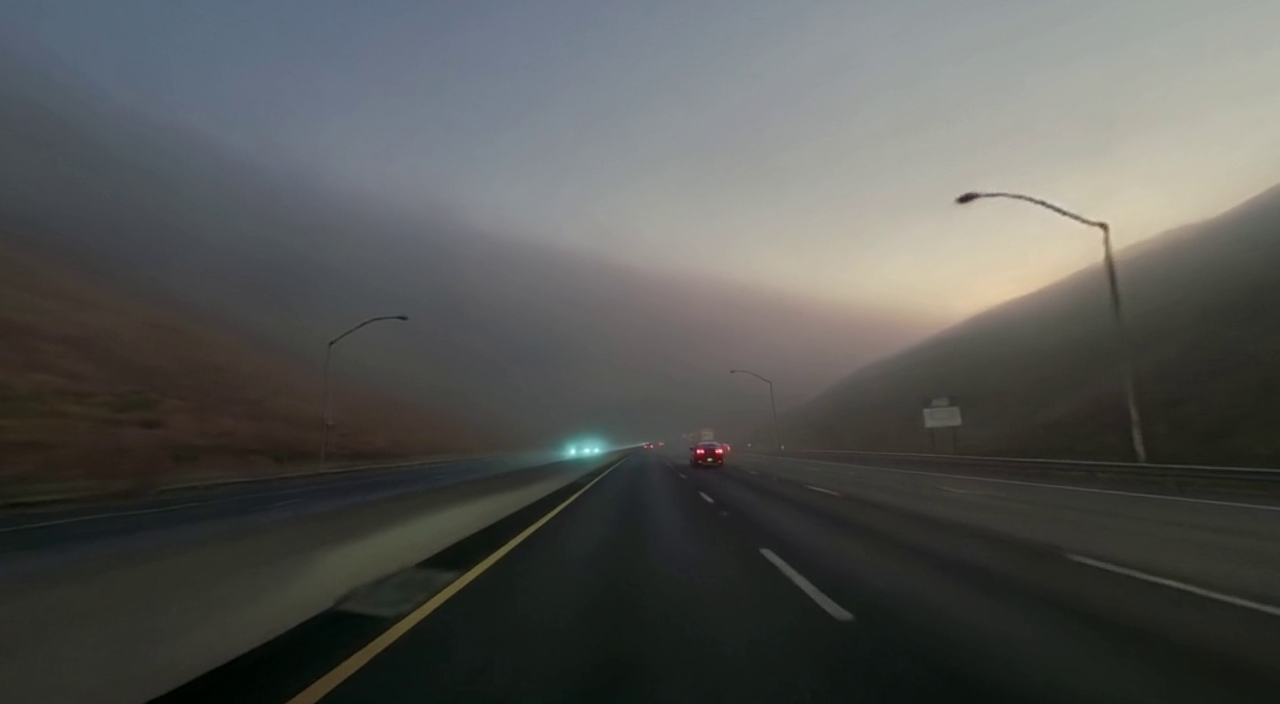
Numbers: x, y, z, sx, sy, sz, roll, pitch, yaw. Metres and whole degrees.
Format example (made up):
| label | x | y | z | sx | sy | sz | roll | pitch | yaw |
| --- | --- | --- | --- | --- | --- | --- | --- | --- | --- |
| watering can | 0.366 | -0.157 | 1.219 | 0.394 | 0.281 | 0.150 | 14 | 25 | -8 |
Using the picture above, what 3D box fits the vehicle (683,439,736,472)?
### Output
| label | x | y | z | sx | sy | sz | roll | pitch | yaw |
| --- | --- | --- | --- | --- | --- | --- | --- | --- | --- |
| vehicle | 3.208 | 4.882 | 30.020 | 2.044 | 1.444 | 4.216 | 0 | -8 | 0 |
